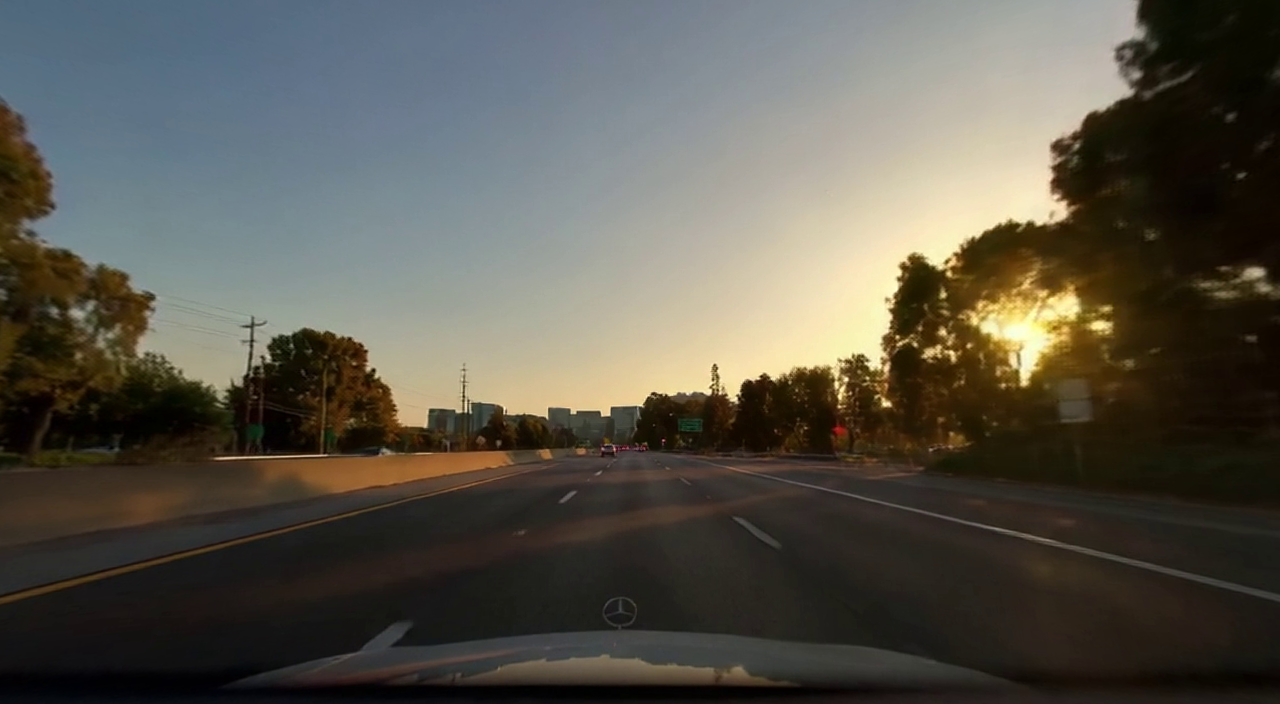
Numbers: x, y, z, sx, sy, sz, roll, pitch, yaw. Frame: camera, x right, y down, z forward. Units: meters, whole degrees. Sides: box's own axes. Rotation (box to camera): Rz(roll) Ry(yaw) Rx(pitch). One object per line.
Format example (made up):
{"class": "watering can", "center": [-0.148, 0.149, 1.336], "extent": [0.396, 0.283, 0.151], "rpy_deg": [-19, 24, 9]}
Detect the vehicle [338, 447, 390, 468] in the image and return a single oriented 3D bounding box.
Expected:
{"class": "vehicle", "center": [-21.485, 8.199, 49.364], "extent": [1.946, 1.512, 4.747], "rpy_deg": [0, -9, 0]}
